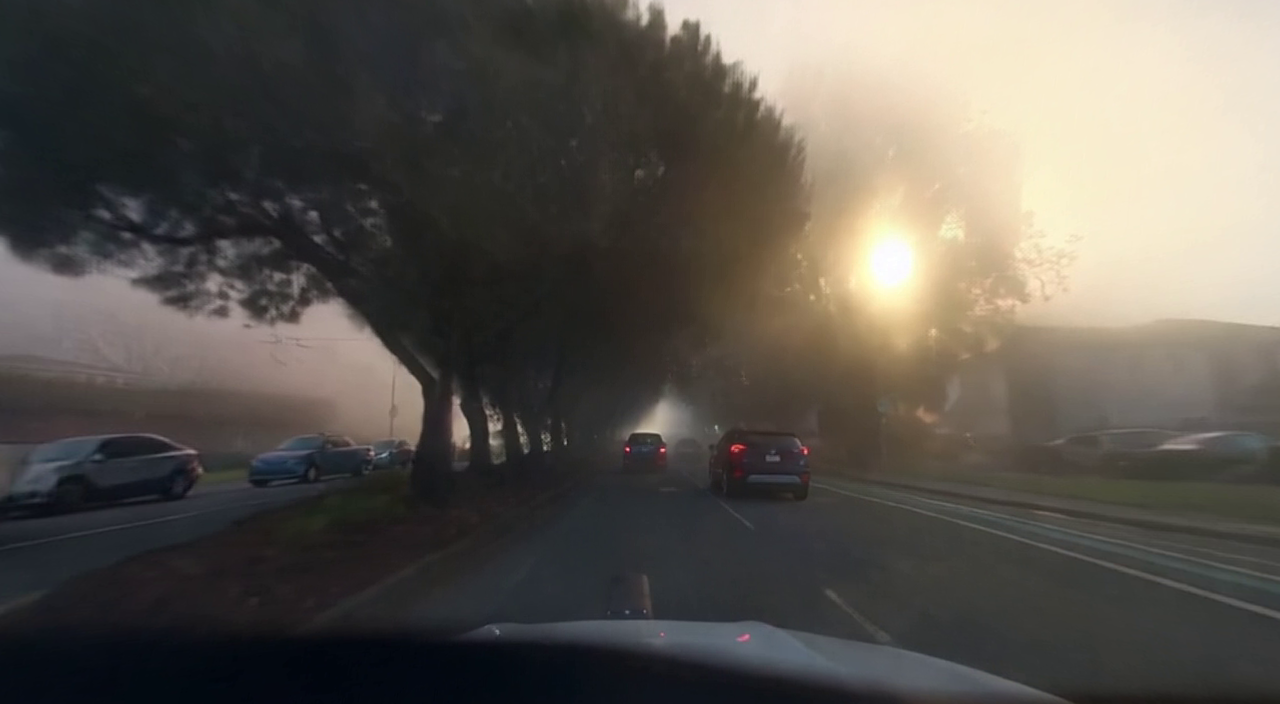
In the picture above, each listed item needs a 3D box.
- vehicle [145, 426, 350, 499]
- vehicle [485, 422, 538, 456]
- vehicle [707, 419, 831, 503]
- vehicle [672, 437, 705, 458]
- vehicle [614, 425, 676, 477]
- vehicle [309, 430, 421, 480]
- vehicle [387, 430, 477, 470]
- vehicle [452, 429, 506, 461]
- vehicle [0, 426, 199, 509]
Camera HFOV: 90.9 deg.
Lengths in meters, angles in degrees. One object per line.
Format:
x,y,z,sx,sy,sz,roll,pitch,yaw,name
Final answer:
-8.916,2.520,14.912,1.923,1.433,4.450,1,-8,1,vehicle
-8.745,5.979,43.527,2.037,2.113,7.185,1,-8,1,vehicle
3.068,2.687,16.052,2.166,1.799,4.372,1,-8,-1,vehicle
3.581,7.096,47.085,2.096,1.489,4.757,1,-8,0,vehicle
0.162,3.825,24.728,2.185,1.822,4.391,1,-8,0,vehicle
-8.820,3.310,20.619,1.786,1.422,4.021,1,-8,1,vehicle
-8.783,4.158,27.141,2.140,1.510,5.005,1,-8,0,vehicle
-9.045,5.239,35.770,1.988,1.663,4.316,1,-8,-1,vehicle
-12.222,2.382,13.703,1.891,1.479,4.665,1,-8,0,vehicle
